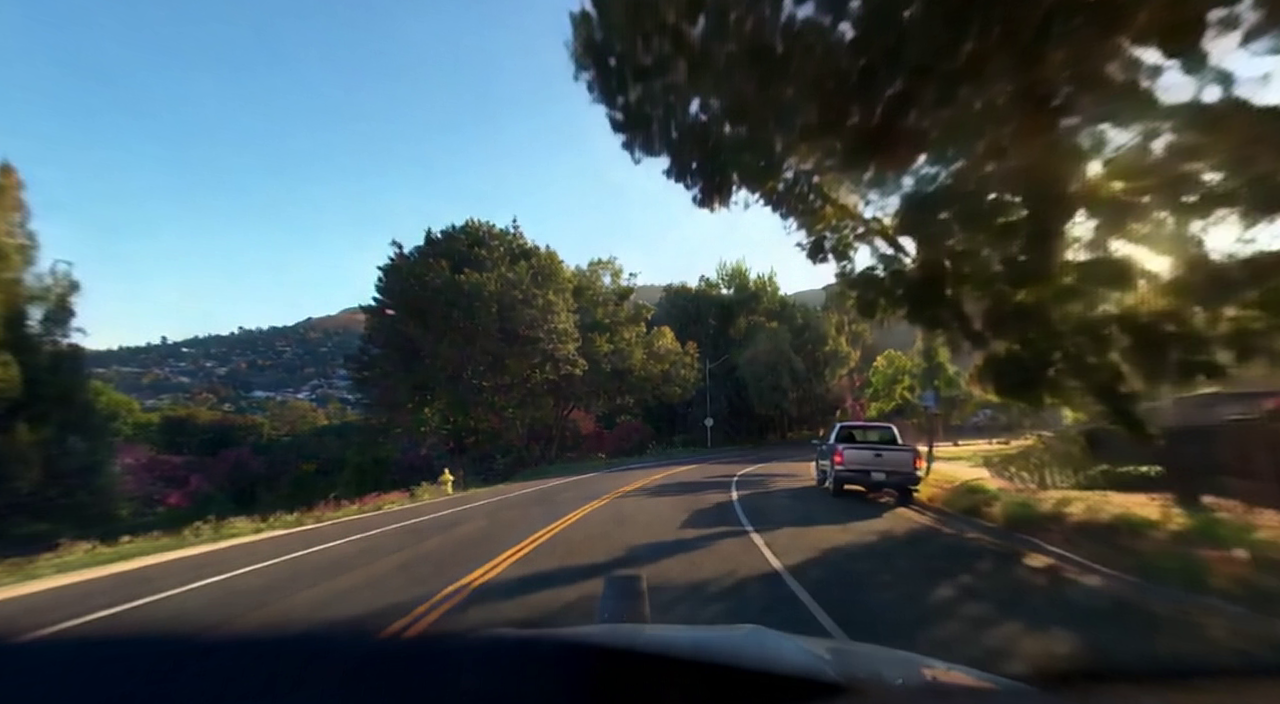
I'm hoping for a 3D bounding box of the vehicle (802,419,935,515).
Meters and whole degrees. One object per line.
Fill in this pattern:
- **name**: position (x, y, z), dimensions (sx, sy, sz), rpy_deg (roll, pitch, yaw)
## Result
- **vehicle**: position (4.988, 2.516, 14.419), dimensions (1.992, 1.817, 4.467), rpy_deg (0, -8, 9)
